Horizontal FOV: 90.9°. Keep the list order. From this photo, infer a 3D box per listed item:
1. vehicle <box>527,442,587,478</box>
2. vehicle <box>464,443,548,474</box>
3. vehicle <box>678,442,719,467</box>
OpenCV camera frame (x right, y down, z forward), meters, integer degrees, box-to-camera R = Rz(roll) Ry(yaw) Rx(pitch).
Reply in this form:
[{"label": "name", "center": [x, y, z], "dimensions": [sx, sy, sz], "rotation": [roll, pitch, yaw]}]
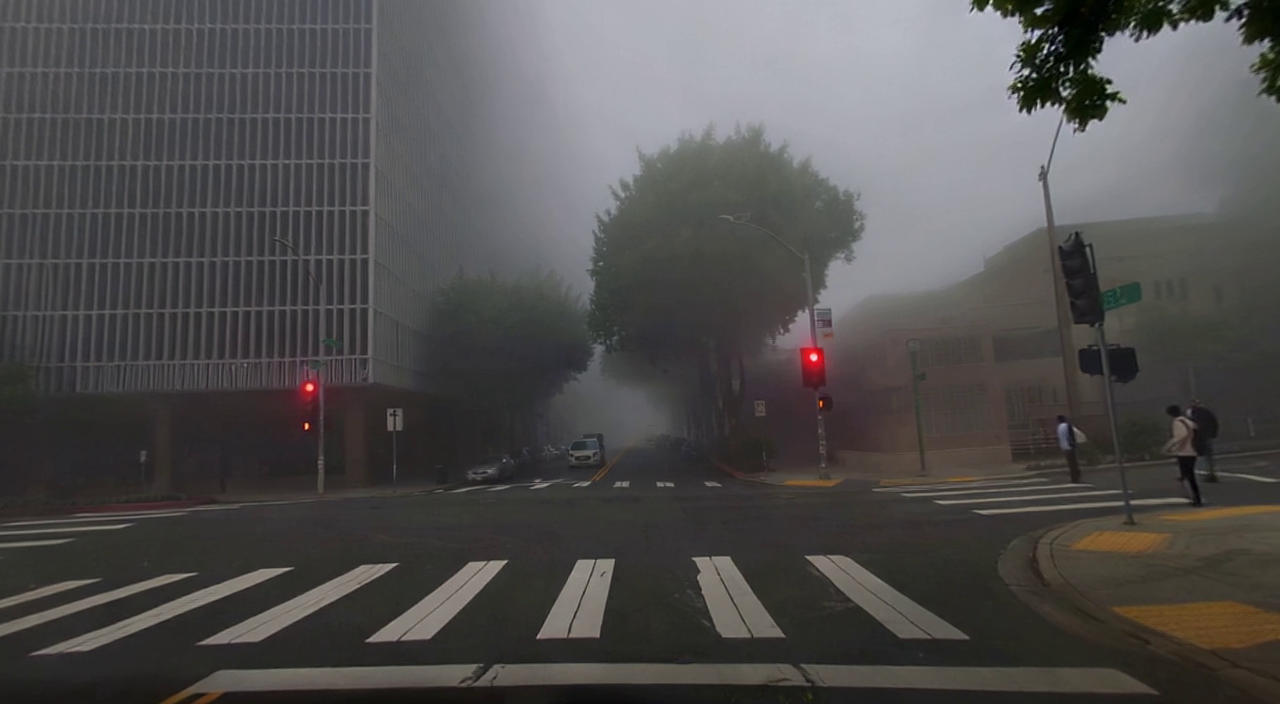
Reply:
[{"label": "vehicle", "center": [-3.666, 4.846, 28.633], "dimensions": [1.989, 1.481, 4.500], "rotation": [0, -8, 1]}, {"label": "vehicle", "center": [-8.020, 6.362, 38.015], "dimensions": [4.526, 1.726, 1.963], "rotation": [8, -12, -44]}, {"label": "vehicle", "center": [3.544, 6.276, 38.857], "dimensions": [1.853, 1.426, 4.160], "rotation": [1, -8, -3]}]
